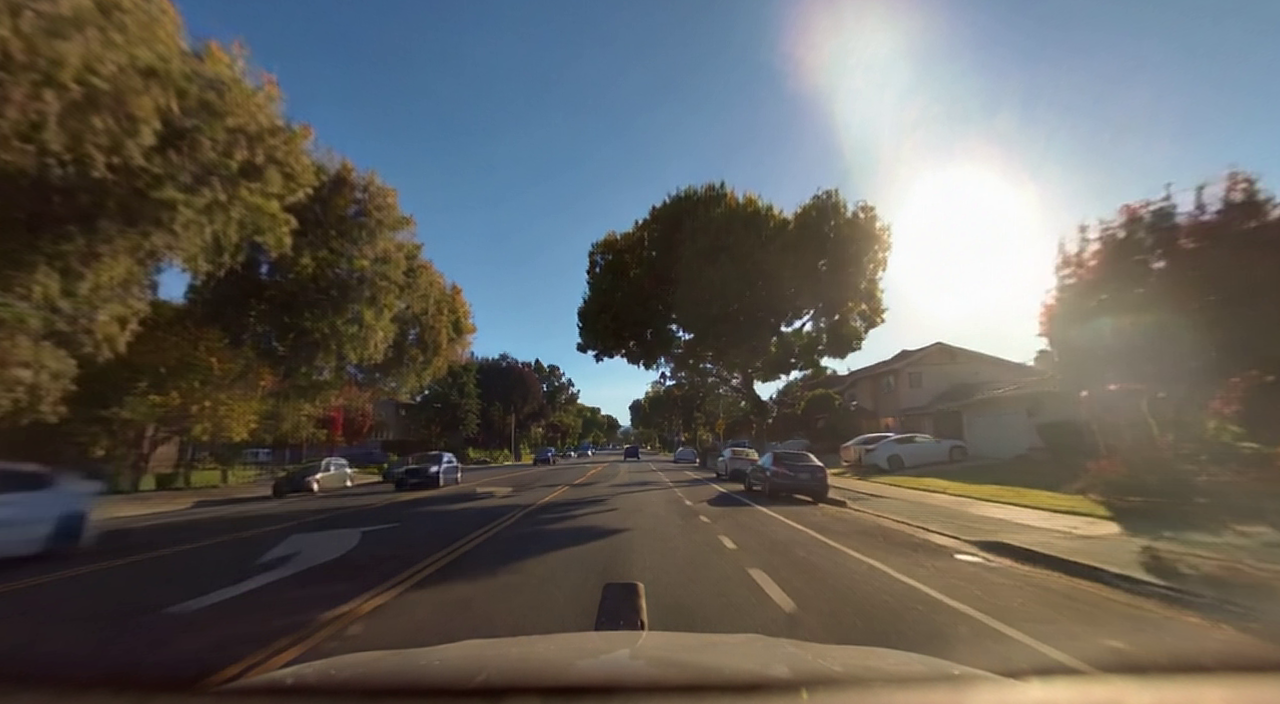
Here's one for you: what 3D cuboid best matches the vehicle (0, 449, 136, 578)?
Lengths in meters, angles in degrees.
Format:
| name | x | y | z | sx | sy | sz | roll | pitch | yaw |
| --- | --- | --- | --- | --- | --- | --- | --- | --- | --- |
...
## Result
| name | x | y | z | sx | sy | sz | roll | pitch | yaw |
| --- | --- | --- | --- | --- | --- | --- | --- | --- | --- |
| vehicle | -8.339 | 1.799 | 6.821 | 1.986 | 1.442 | 4.602 | 0 | -8 | 0 |

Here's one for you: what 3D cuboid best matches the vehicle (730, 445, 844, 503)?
| name | x | y | z | sx | sy | sz | roll | pitch | yaw |
| --- | --- | --- | --- | --- | --- | --- | --- | --- | --- |
| vehicle | 4.035 | 3.411 | 18.269 | 1.946 | 1.431 | 4.695 | 0 | -8 | -3 |

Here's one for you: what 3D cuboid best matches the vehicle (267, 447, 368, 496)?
| name | x | y | z | sx | sy | sz | roll | pitch | yaw |
| --- | --- | --- | --- | --- | --- | --- | --- | --- | --- |
| vehicle | -13.139 | 4.839 | 26.095 | 1.978 | 1.706 | 4.310 | -3 | -8 | -1 |

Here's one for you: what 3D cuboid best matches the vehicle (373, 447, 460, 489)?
| name | x | y | z | sx | sy | sz | roll | pitch | yaw |
| --- | --- | --- | --- | --- | --- | --- | --- | --- | --- |
| vehicle | -8.815 | 4.583 | 25.394 | 1.871 | 1.484 | 4.383 | 0 | -8 | 0 |

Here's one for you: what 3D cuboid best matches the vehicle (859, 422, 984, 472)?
| name | x | y | z | sx | sy | sz | roll | pitch | yaw |
| --- | --- | --- | --- | --- | --- | --- | --- | --- | --- |
| vehicle | 11.170 | 3.804 | 25.258 | 3.999 | 1.599 | 1.819 | -4 | -8 | 0 |

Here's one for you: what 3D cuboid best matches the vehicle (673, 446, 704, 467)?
| name | x | y | z | sx | sy | sz | roll | pitch | yaw |
| --- | --- | --- | --- | --- | --- | --- | --- | --- | --- |
| vehicle | 3.639 | 7.971 | 48.437 | 1.991 | 1.500 | 4.562 | 0 | -8 | 0 |
